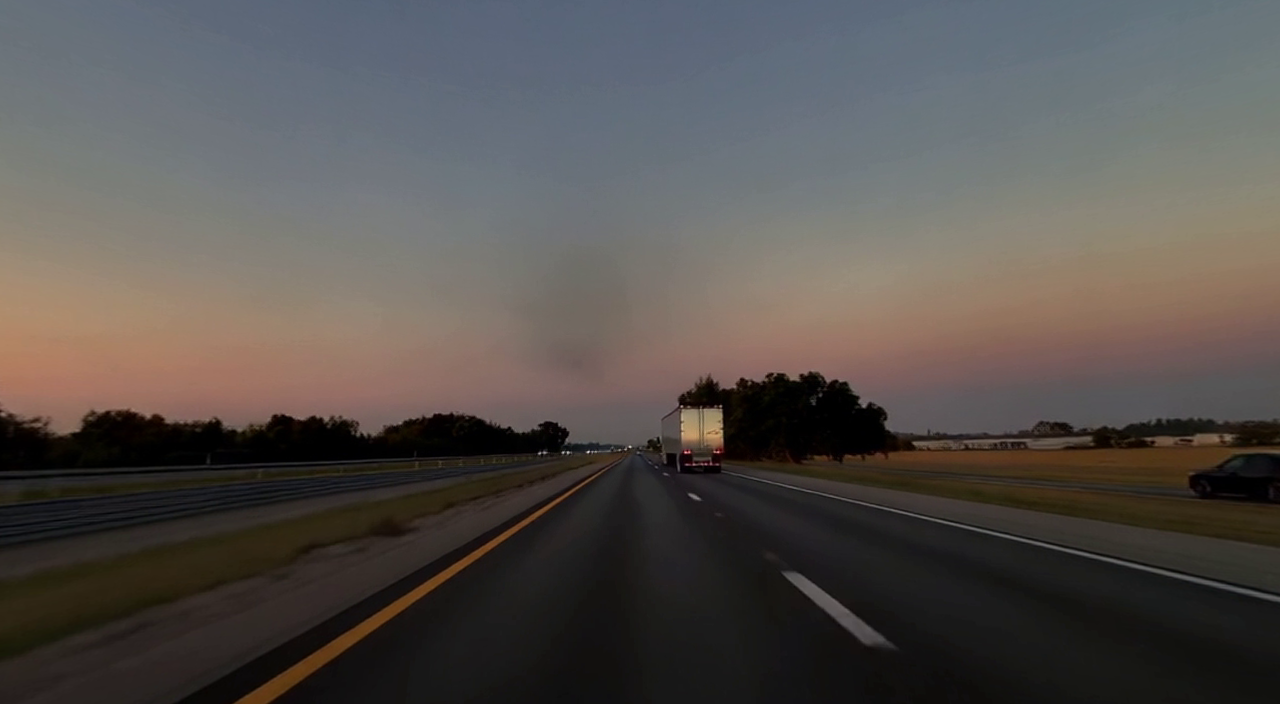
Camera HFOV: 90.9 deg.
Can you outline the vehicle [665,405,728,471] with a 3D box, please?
[{"bbox_3d":[3.709,6.251,45.049,3.175,4.103,11.612,0,-9,-1],"label":"vehicle"}]
